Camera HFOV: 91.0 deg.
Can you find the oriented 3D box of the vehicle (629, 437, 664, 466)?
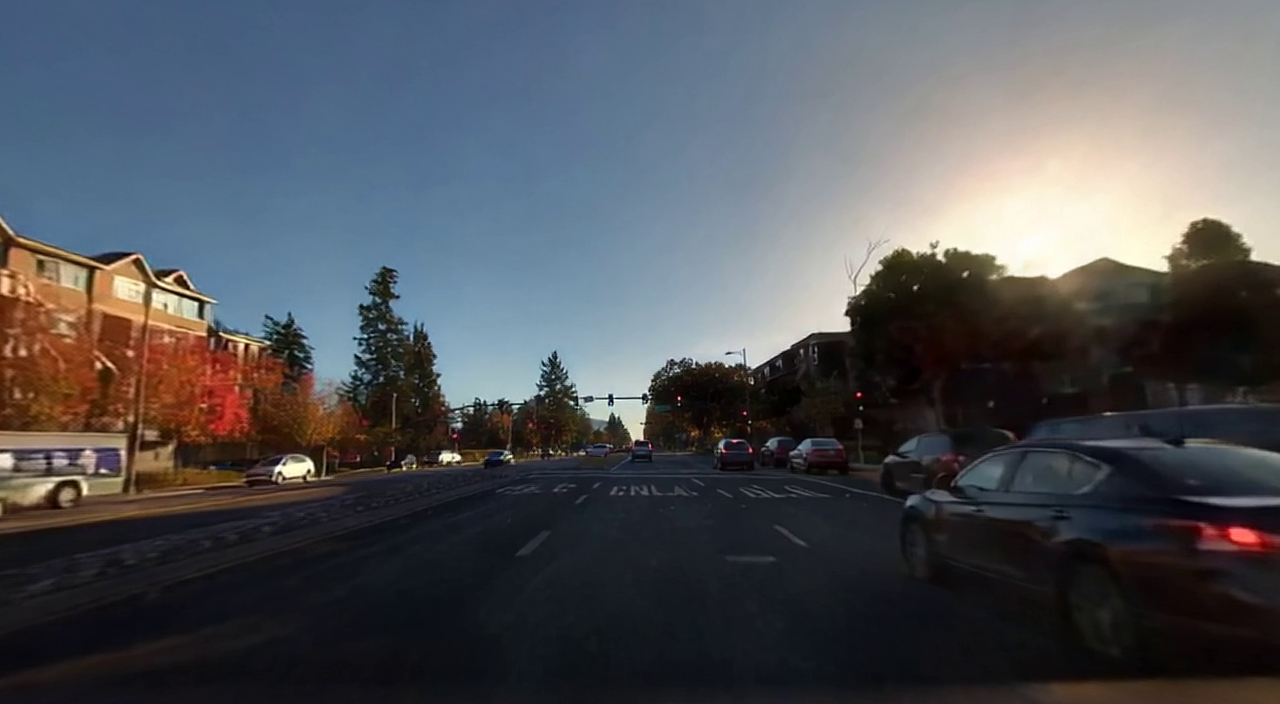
[{"bbox_3d":[0.446,6.800,43.097,2.239,1.856,4.815,0,-8,0],"label":"vehicle"}]

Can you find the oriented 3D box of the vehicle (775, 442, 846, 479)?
[{"bbox_3d":[7.390,4.728,27.755,1.928,1.480,4.464,0,-9,1],"label":"vehicle"}]

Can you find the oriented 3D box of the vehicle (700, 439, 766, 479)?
[{"bbox_3d":[3.866,4.518,26.952,2.178,1.546,4.311,0,-8,0],"label":"vehicle"}]

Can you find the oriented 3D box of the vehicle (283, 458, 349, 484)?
[{"bbox_3d":[-21.838,8.015,42.630,1.930,1.542,4.817,0,-9,0],"label":"vehicle"}]

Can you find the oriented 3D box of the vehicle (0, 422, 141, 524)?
[{"bbox_3d":[-22.075,3.996,20.886,2.961,3.271,9.547,0,-9,1],"label":"vehicle"}]

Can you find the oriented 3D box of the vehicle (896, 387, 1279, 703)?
[{"bbox_3d":[3.337,1.051,3.424,1.977,1.498,4.521,0,-8,0],"label":"vehicle"}]

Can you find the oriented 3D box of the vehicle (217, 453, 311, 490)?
[{"bbox_3d":[-21.812,6.929,36.866,2.142,1.900,5.489,0,-9,0],"label":"vehicle"}]
